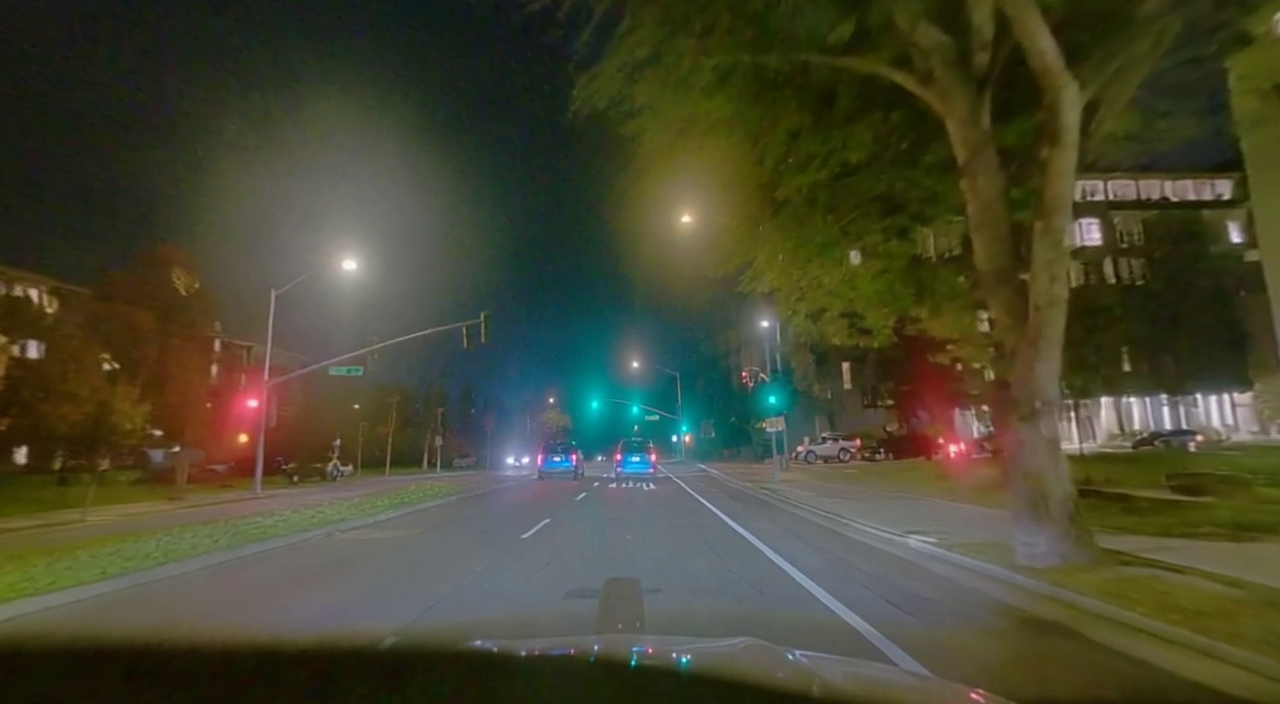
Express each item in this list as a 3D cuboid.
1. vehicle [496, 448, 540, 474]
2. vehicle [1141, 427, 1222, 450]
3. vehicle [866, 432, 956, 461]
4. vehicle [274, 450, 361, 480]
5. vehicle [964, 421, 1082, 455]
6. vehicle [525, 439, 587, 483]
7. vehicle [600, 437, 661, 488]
[{"bbox_3d":[-7.996,7.155,41.729,1.986,1.637,4.324,0,-9,0],"label":"vehicle"},{"bbox_3d":[36.722,5.887,42.862,3.873,1.546,1.842,1,-8,-5],"label":"vehicle"},{"bbox_3d":[17.746,6.224,41.486,4.932,1.827,2.031,0,-9,-4],"label":"vehicle"},{"bbox_3d":[-21.263,7.474,41.830,4.521,1.753,2.148,1,-10,0],"label":"vehicle"},{"bbox_3d":[25.603,5.794,42.412,6.325,2.155,2.457,0,-9,-4],"label":"vehicle"},{"bbox_3d":[-3.600,4.769,27.860,2.097,1.755,4.336,0,-9,0],"label":"vehicle"},{"bbox_3d":[-0.346,4.218,24.441,2.088,1.735,4.801,0,-9,0],"label":"vehicle"}]
